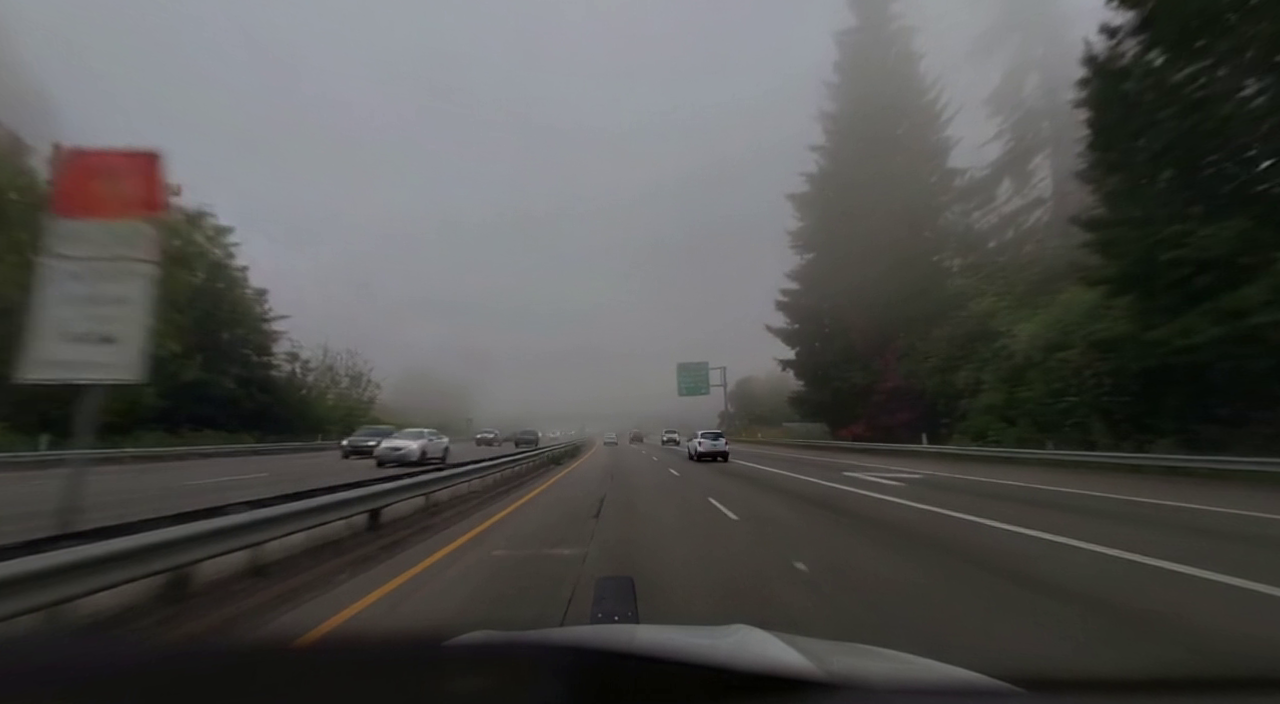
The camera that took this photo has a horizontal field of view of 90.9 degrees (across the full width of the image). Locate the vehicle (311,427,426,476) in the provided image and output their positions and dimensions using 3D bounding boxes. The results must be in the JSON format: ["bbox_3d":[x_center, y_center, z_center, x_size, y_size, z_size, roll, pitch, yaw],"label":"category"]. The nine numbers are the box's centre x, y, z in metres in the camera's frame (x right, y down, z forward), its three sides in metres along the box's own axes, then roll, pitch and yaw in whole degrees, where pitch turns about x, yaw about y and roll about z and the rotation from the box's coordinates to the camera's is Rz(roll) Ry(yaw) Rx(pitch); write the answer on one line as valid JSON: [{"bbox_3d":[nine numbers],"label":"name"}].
[{"bbox_3d":[-8.952,3.294,21.282,1.987,1.445,4.485,0,-8,-1],"label":"vehicle"}]

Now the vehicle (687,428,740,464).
[{"bbox_3d":[3.444,4.466,30.178,1.938,1.578,3.764,0,-8,-3],"label":"vehicle"}]
